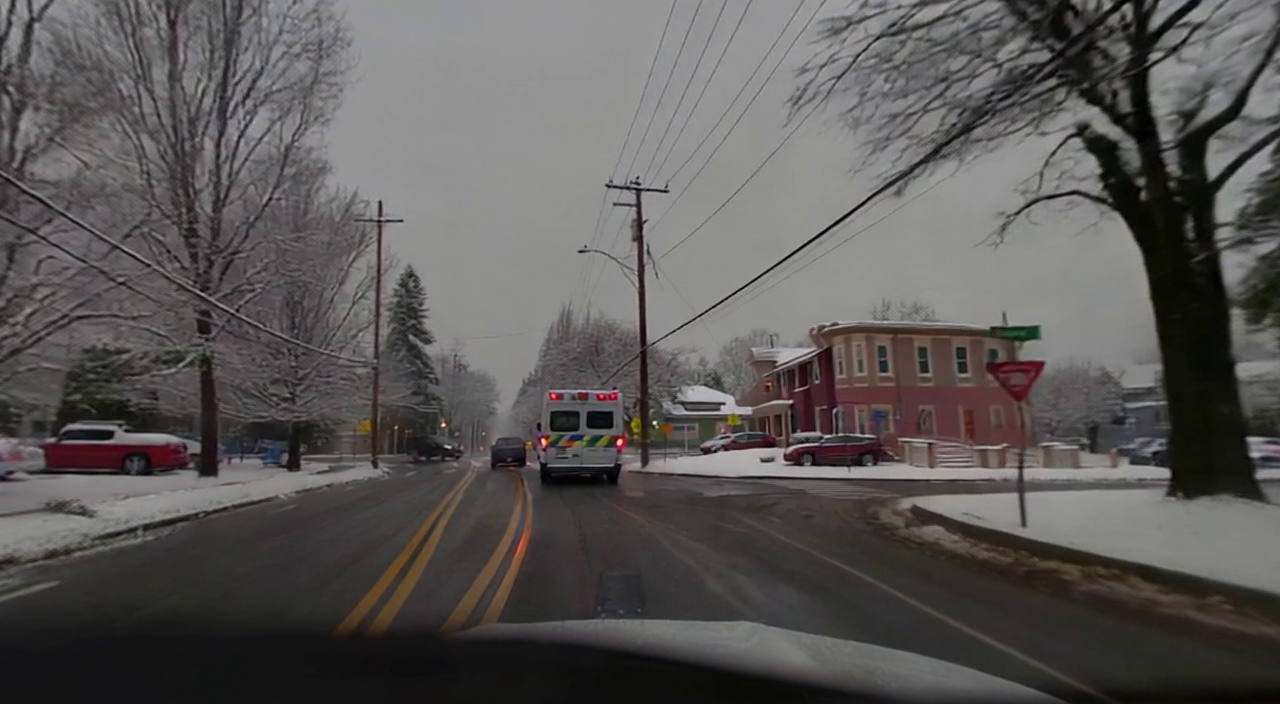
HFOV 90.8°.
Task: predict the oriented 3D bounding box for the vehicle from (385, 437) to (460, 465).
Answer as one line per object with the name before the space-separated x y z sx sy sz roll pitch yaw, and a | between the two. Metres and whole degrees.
vehicle | -14.655 6.664 42.554 4.502 1.810 2.056 -4 -9 23

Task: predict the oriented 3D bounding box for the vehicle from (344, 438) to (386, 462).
vehicle | -21.466 7.650 49.495 2.290 1.776 4.947 2 -8 -16

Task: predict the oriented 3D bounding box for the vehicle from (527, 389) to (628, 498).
vehicle | -1.848 2.636 18.369 2.444 2.640 5.482 1 -8 -7

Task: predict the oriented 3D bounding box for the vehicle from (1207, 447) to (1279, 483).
vehicle | 27.822 4.912 27.644 1.861 1.470 4.867 -1 -8 6

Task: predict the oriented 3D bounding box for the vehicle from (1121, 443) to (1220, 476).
vehicle | 28.621 5.783 34.296 1.899 1.635 4.603 -2 -8 10

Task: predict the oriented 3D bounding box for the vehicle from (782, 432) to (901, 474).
vehicle | 10.016 5.064 31.805 5.270 1.966 2.329 -1 -8 5

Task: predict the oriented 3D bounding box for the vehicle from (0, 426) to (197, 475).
vehicle | -21.038 3.813 24.251 5.910 1.681 2.579 1 -12 -11

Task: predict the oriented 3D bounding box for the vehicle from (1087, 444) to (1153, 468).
vehicle | 35.012 7.585 46.233 2.114 1.588 3.888 -4 -9 9
